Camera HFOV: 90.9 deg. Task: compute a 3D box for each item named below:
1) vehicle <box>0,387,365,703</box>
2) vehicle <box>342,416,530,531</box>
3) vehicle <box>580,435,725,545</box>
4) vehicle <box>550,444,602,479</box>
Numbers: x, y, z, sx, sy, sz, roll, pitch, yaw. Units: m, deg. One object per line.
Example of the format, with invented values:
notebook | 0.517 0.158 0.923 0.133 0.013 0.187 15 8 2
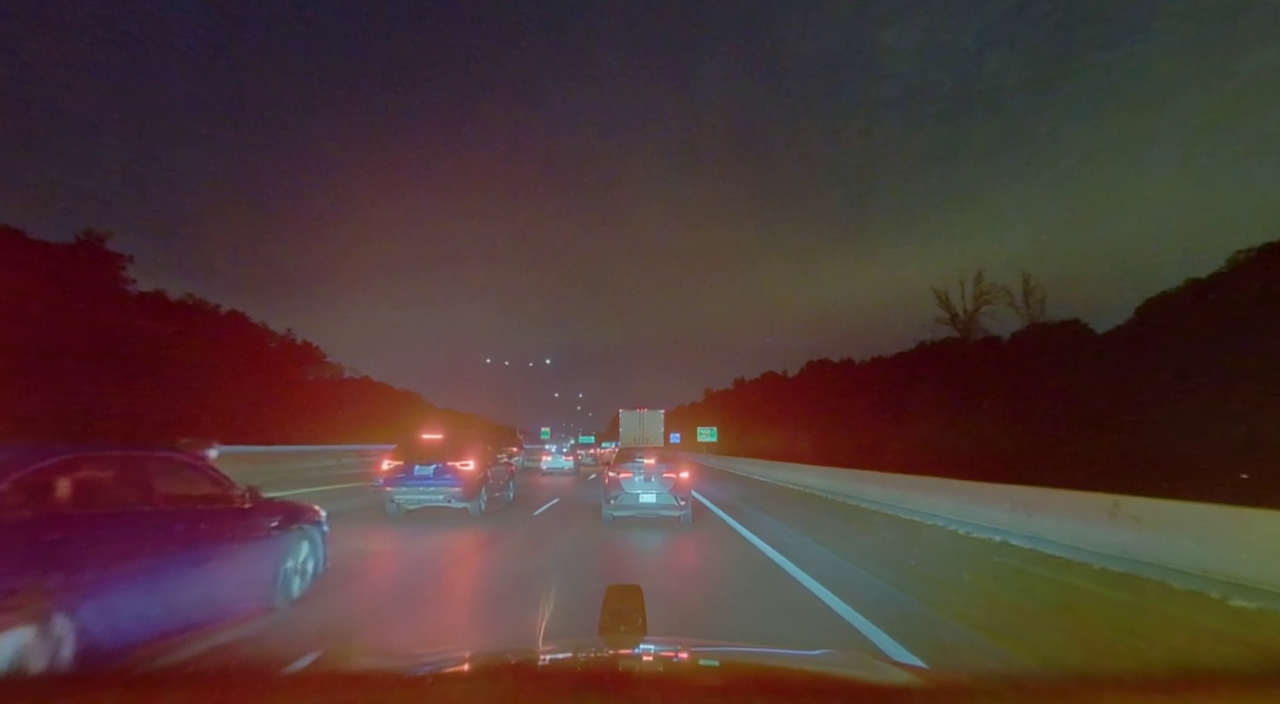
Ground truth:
vehicle | -3.373 1.011 3.149 1.980 1.491 4.340 0 -9 1
vehicle | -3.684 2.312 12.502 2.051 1.829 4.736 0 -9 1
vehicle | 0.164 2.174 10.471 1.995 1.495 3.380 0 -9 0
vehicle | -2.875 5.008 28.971 1.998 1.466 3.684 0 -9 0
